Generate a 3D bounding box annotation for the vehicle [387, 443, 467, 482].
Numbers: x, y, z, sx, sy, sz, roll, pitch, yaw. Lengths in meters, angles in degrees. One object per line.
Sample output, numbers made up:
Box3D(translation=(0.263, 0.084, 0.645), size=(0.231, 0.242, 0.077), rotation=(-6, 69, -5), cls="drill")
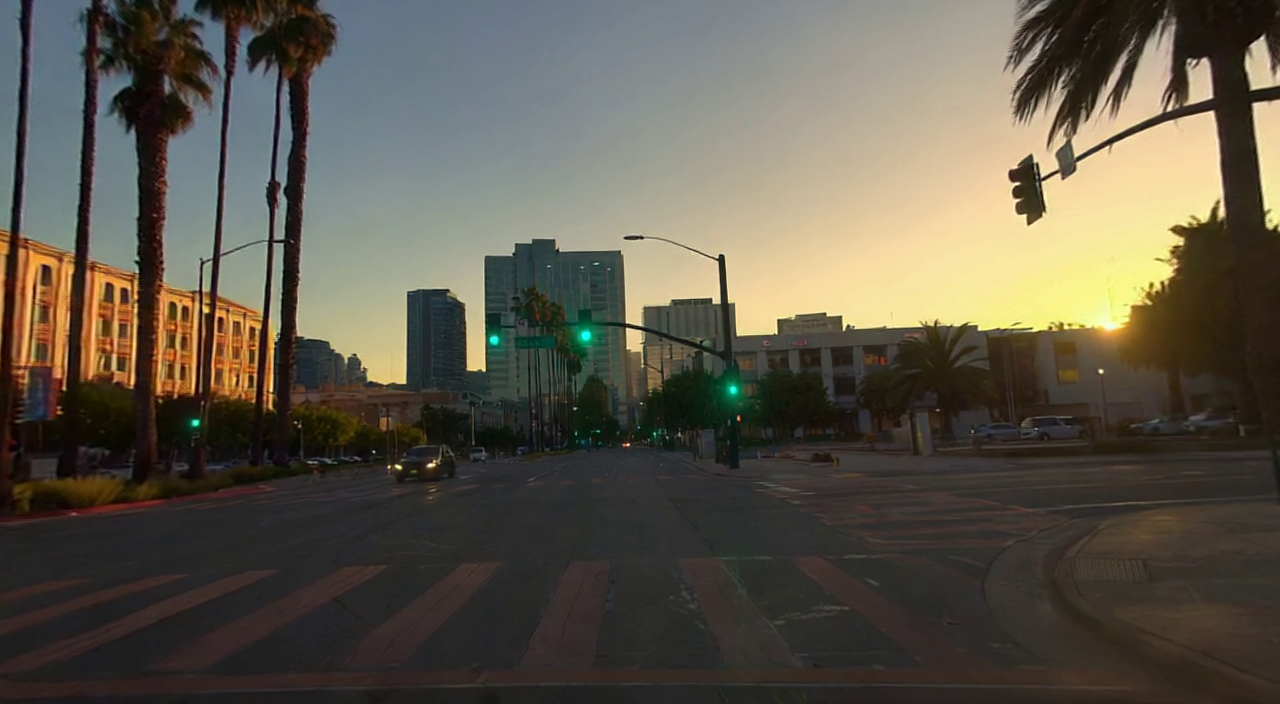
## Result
Box3D(translation=(-10.737, 5.594, 32.195), size=(2.270, 1.833, 4.860), rotation=(0, -9, 1), cls="vehicle")
